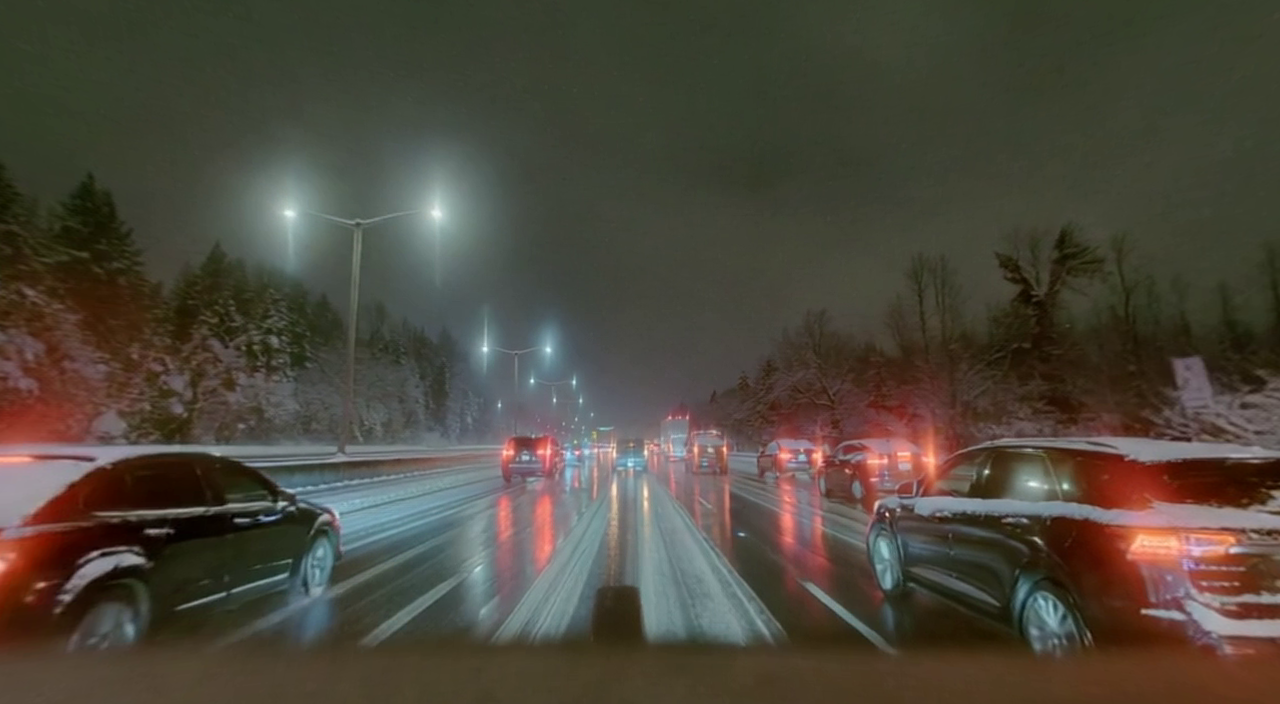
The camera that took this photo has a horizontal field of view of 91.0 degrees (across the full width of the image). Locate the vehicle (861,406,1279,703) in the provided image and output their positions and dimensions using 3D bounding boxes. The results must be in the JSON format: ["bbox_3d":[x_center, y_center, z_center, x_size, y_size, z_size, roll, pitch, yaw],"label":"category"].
[{"bbox_3d":[3.070,1.182,3.634,2.031,1.504,4.327,0,-9,0],"label":"vehicle"}]

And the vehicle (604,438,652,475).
[{"bbox_3d":[-0.583,5.254,31.833,2.235,1.682,4.094,0,-9,-1],"label":"vehicle"}]

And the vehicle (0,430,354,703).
[{"bbox_3d":[-4.094,1.316,4.552,1.947,1.424,4.264,0,-9,2],"label":"vehicle"}]

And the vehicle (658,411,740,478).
[{"bbox_3d":[3.079,5.440,37.103,3.426,3.279,12.313,0,-8,-1],"label":"vehicle"}]

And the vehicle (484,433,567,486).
[{"bbox_3d":[-4.172,4.011,23.820,2.176,1.783,4.799,0,-9,0],"label":"vehicle"}]
